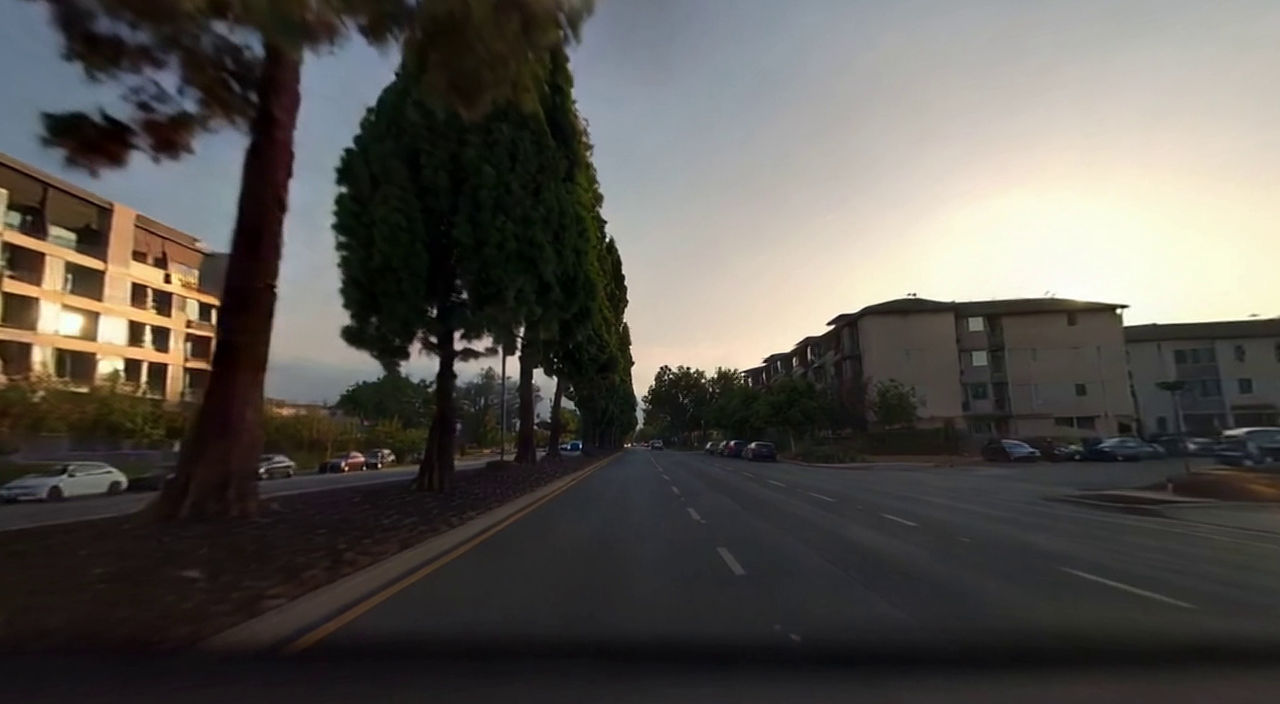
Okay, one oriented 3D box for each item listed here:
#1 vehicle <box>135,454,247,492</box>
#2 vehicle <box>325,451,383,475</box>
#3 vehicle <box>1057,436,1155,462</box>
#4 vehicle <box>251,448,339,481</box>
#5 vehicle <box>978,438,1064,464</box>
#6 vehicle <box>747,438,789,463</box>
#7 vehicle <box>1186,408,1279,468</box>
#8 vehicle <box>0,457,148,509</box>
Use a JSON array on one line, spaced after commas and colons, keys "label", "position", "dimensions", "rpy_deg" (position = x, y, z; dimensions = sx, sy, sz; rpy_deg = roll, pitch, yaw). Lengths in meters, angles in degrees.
[{"label": "vehicle", "position": [-19.727, 5.307, 28.032], "dimensions": [1.959, 1.459, 4.150], "rpy_deg": [0, -8, -1]}, {"label": "vehicle", "position": [-19.668, 7.635, 43.727], "dimensions": [2.074, 1.429, 4.645], "rpy_deg": [-2, -9, -3]}, {"label": "vehicle", "position": [30.412, 6.300, 41.261], "dimensions": [5.245, 1.609, 2.167], "rpy_deg": [2, -9, -13]}, {"label": "vehicle", "position": [-20.296, 6.592, 37.430], "dimensions": [2.012, 1.636, 4.997], "rpy_deg": [-3, -8, 6]}, {"label": "vehicle", "position": [24.033, 6.251, 39.871], "dimensions": [4.549, 1.565, 1.831], "rpy_deg": [2, -9, -13]}, {"label": "vehicle", "position": [9.518, 7.360, 47.272], "dimensions": [2.008, 1.734, 4.587], "rpy_deg": [0, -8, -3]}, {"label": "vehicle", "position": [31.120, 4.296, 31.280], "dimensions": [6.797, 2.774, 2.304], "rpy_deg": [2, -9, -12]}, {"label": "vehicle", "position": [-19.730, 4.436, 21.626], "dimensions": [1.920, 1.561, 4.654], "rpy_deg": [-2, -10, 2]}]
